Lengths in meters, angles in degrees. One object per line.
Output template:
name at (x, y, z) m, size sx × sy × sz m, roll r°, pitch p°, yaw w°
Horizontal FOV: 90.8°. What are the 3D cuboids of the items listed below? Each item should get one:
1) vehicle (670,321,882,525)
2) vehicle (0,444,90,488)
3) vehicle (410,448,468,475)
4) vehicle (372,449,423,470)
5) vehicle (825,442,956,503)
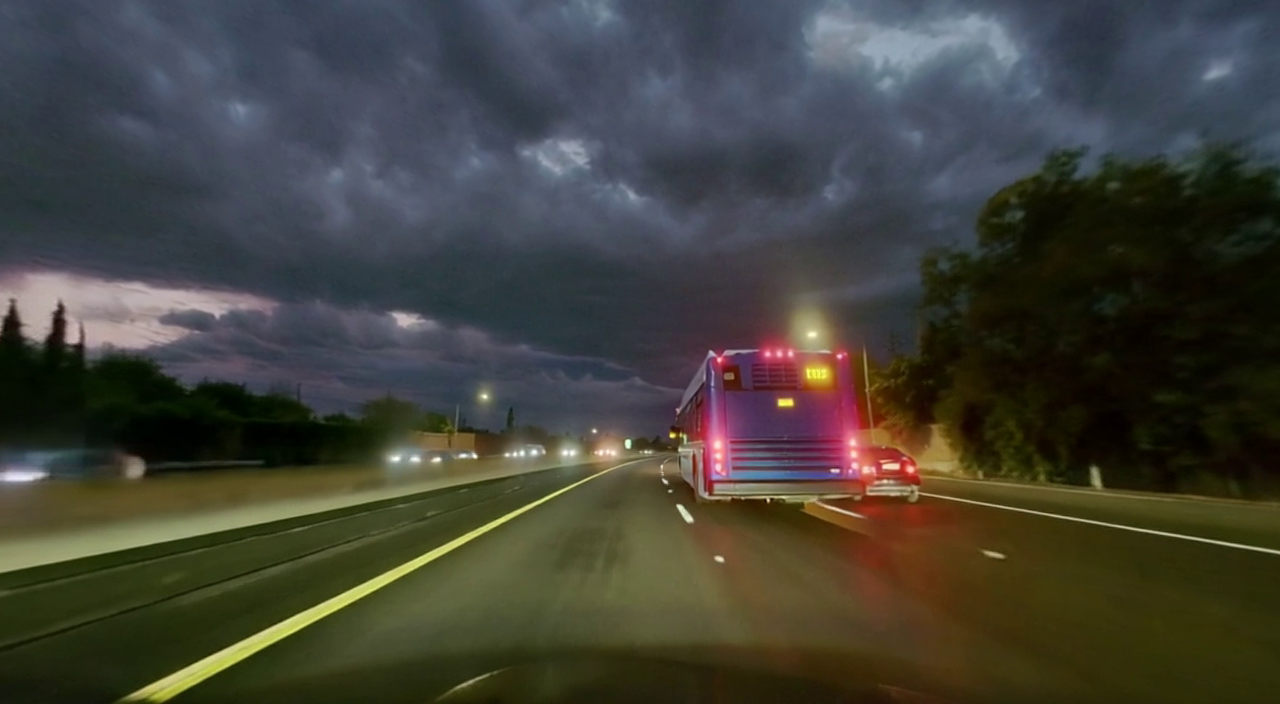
vehicle at (2.695, 2.293, 18.349) m, size 3.144 × 3.580 × 14.591 m, roll 0°, pitch -9°, yaw 1°
vehicle at (-26.090, 4.731, 26.435) m, size 1.926 × 1.706 × 4.607 m, roll 0°, pitch -9°, yaw 1°
vehicle at (-11.551, 6.306, 36.611) m, size 1.826 × 1.446 × 4.234 m, roll 0°, pitch -9°, yaw 2°
vehicle at (-18.148, 8.044, 47.467) m, size 1.900 × 1.479 × 4.436 m, roll 0°, pitch -9°, yaw 2°
vehicle at (7.096, 3.411, 18.501) m, size 2.047 × 1.479 × 4.593 m, roll -2°, pitch -8°, yaw 2°
